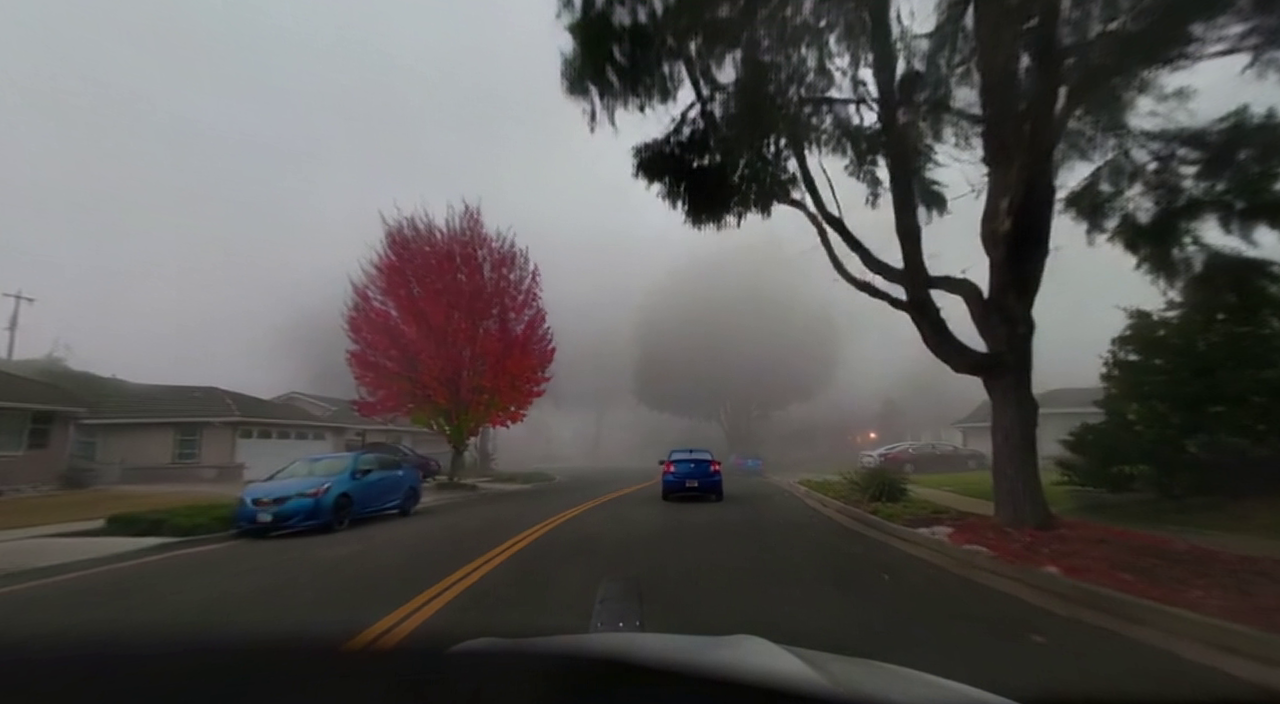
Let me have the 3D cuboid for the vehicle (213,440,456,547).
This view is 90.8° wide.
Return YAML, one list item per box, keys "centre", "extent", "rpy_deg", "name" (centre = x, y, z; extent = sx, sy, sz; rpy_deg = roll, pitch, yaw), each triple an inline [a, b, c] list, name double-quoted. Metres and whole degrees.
- centre: [-6.108, 2.842, 13.566]
  extent: [2.641, 1.747, 4.738]
  rpy_deg: [-3, -8, 4]
  name: "vehicle"

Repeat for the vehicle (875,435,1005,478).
- centre: [12.928, 4.515, 27.429]
  extent: [4.524, 1.587, 2.064]
  rpy_deg: [-2, -8, -2]
  name: "vehicle"

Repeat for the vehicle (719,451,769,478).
- centre: [6.039, 6.602, 37.227]
  extent: [2.089, 1.462, 4.529]
  rpy_deg: [0, -9, -1]
  name: "vehicle"

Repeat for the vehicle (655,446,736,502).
- centre: [1.620, 3.638, 19.310]
  extent: [2.192, 1.474, 4.192]
  rpy_deg: [-1, -9, 3]
  name: "vehicle"
